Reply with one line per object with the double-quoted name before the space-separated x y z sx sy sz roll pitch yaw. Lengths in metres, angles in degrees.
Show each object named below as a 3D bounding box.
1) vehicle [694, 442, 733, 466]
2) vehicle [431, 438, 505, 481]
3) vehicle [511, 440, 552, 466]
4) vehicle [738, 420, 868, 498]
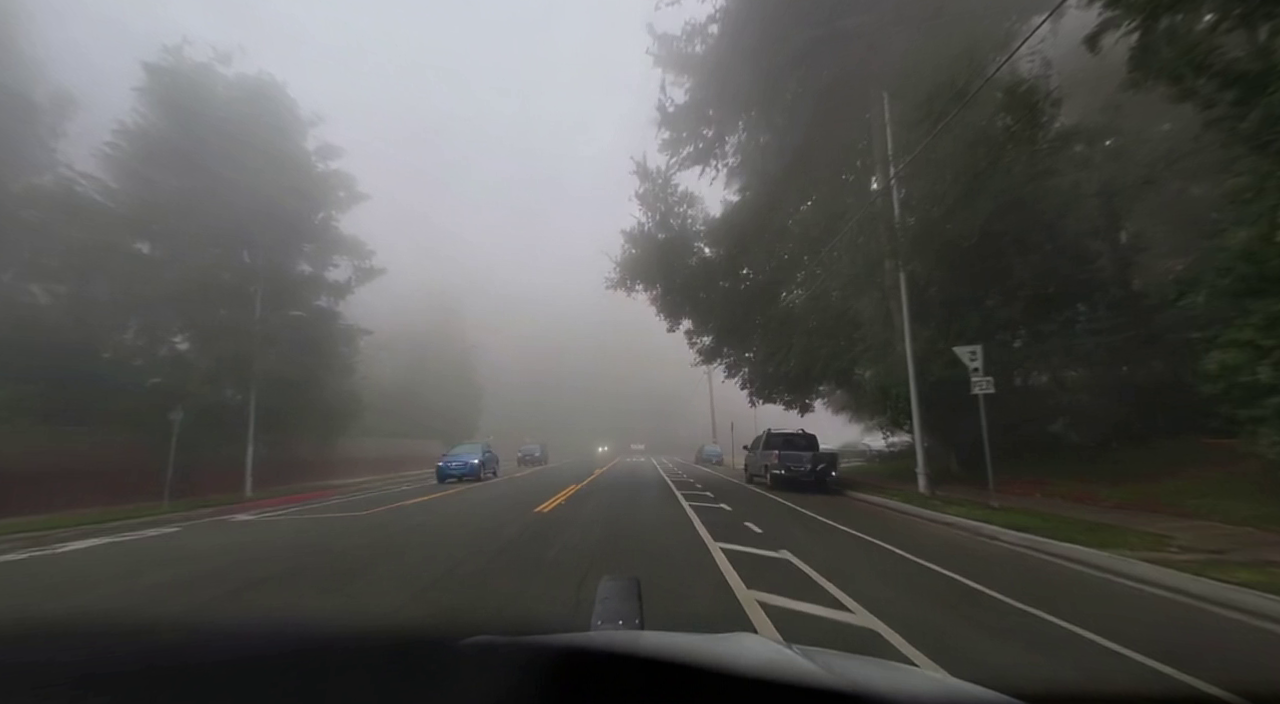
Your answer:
"vehicle" 4.751 6.692 41.564 1.987 1.479 4.562 0 -8 0
"vehicle" -7.394 4.658 27.627 1.979 1.711 4.331 0 -8 0
"vehicle" -7.406 6.971 43.662 1.989 1.706 4.495 0 -8 1
"vehicle" 4.695 3.226 19.504 2.335 1.972 6.368 0 -8 0
